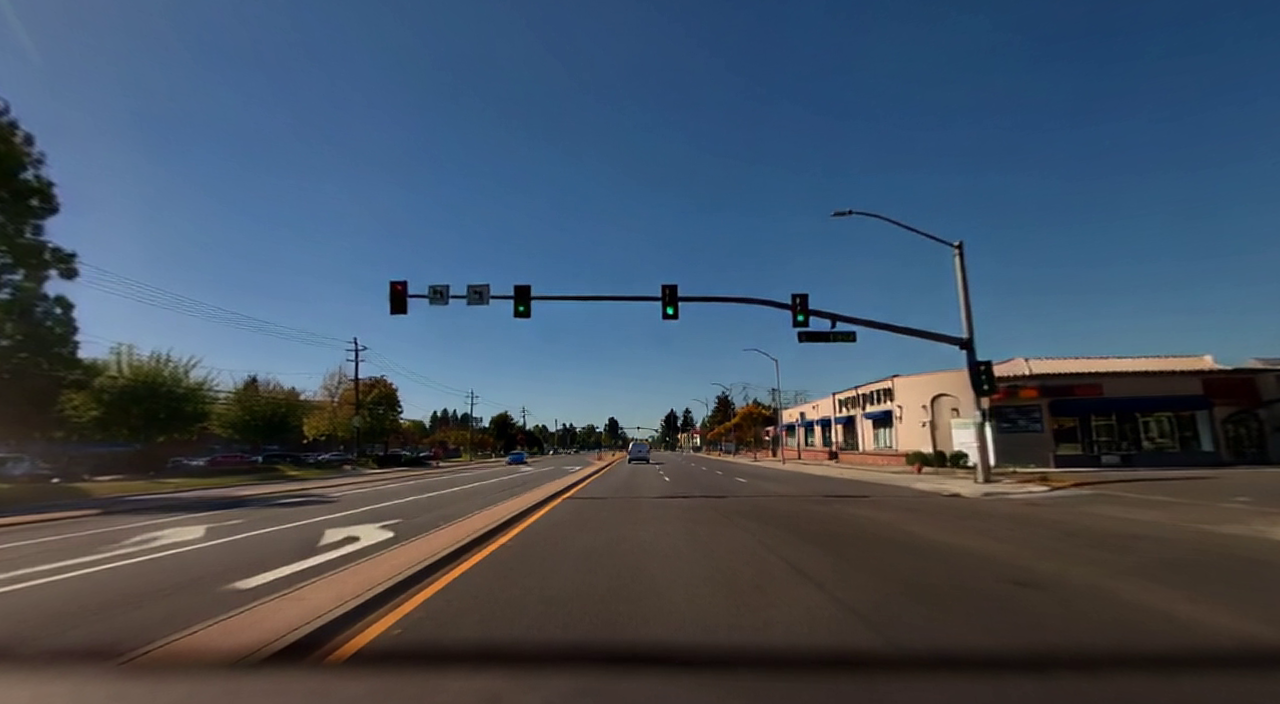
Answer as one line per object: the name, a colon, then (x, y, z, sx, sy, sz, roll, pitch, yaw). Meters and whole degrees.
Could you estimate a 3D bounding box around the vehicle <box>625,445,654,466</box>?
vehicle: (-0.043, 7.552, 46.233, 2.027, 1.494, 3.942, 0, -8, -1)
